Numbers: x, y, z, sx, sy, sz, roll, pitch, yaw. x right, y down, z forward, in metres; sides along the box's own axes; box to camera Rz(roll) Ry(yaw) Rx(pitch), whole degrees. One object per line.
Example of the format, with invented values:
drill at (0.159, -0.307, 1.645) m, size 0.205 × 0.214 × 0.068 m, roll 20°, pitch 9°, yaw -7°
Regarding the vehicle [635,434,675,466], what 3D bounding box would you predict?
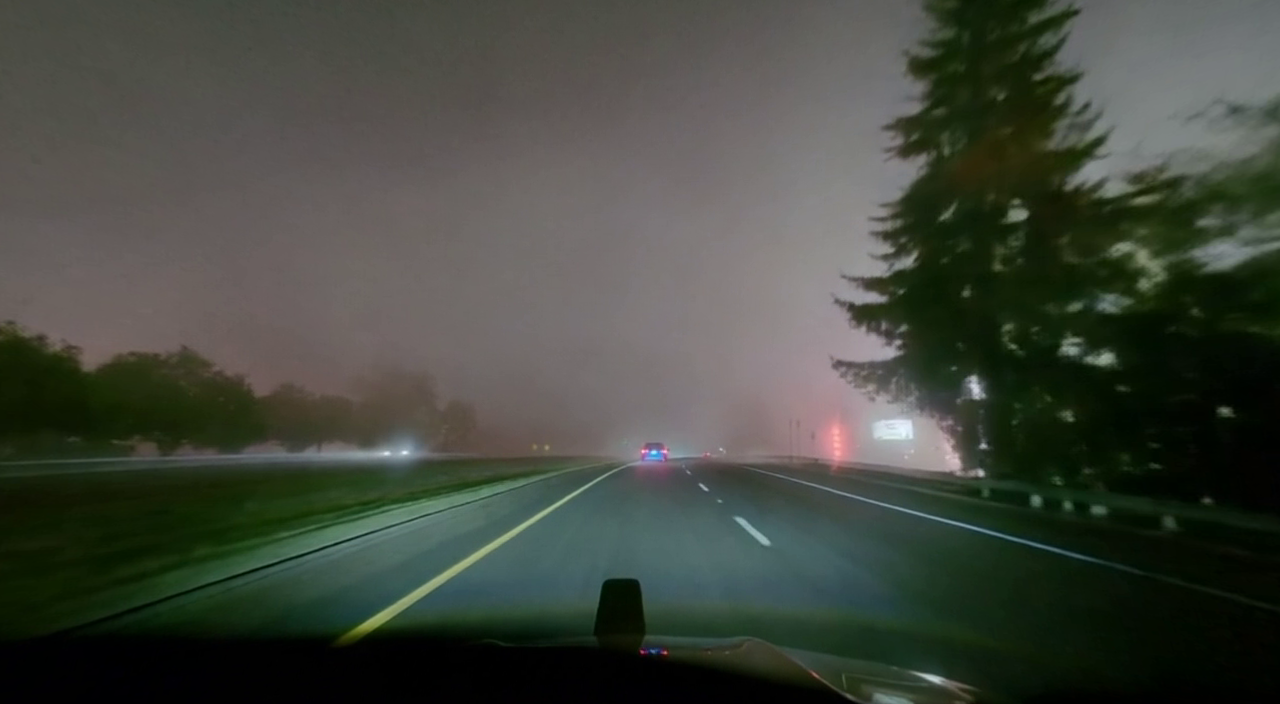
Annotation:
vehicle at (1.169, 6.980, 44.772) m, size 2.546 × 2.126 × 5.153 m, roll -1°, pitch -8°, yaw 5°
